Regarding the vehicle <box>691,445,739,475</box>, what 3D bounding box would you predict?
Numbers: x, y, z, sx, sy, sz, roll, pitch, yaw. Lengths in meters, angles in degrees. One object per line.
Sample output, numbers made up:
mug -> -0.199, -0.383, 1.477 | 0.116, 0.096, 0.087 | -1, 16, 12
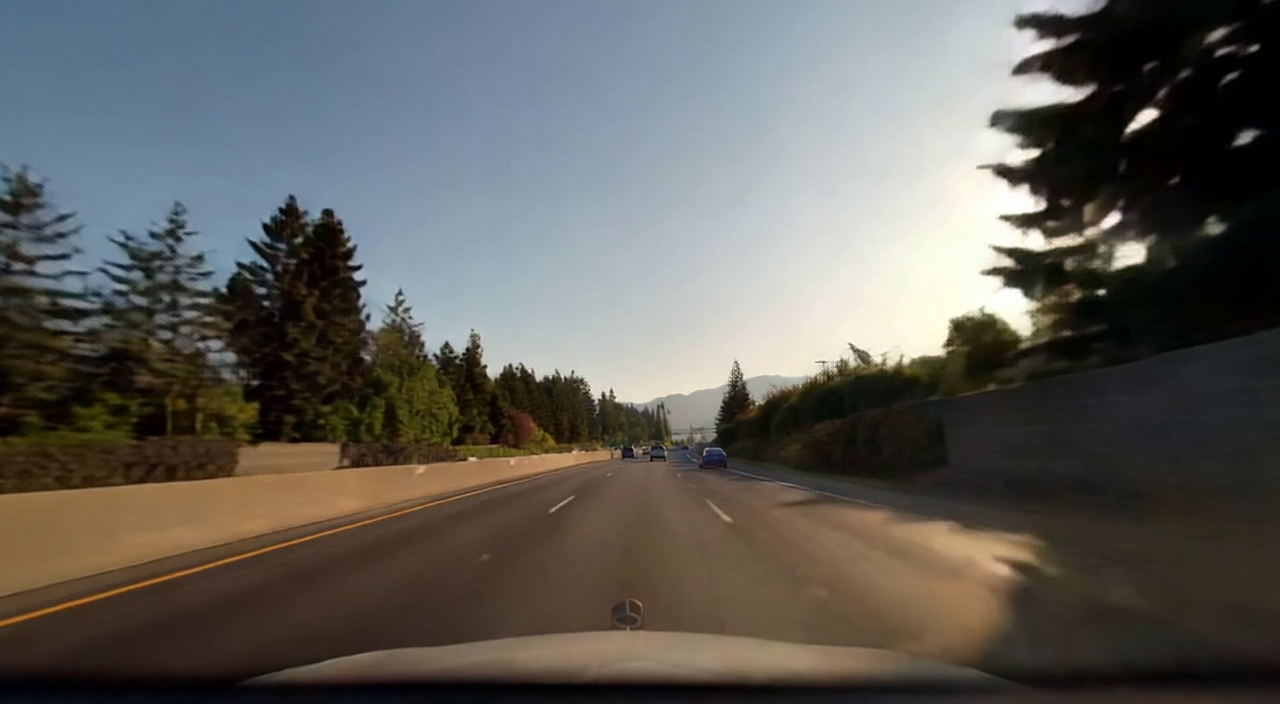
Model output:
vehicle -> 4.150, 6.069, 35.491 | 2.175, 1.574, 3.943 | 0, -9, 0
